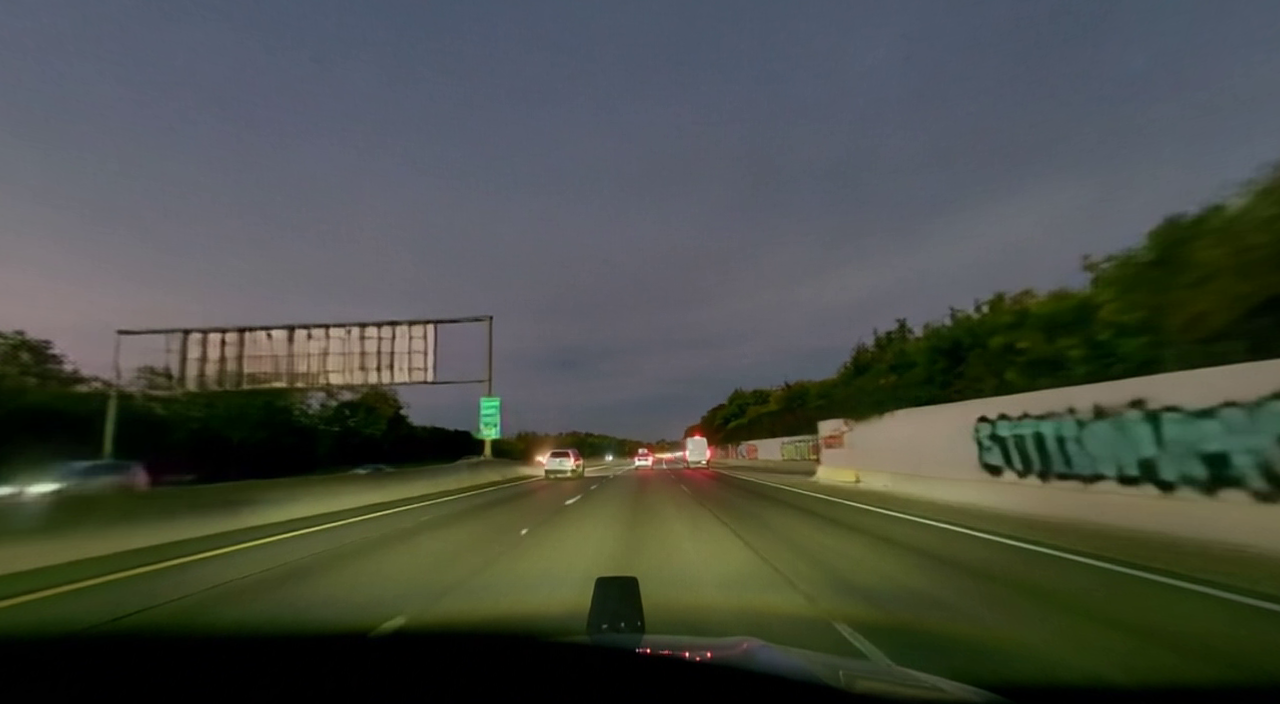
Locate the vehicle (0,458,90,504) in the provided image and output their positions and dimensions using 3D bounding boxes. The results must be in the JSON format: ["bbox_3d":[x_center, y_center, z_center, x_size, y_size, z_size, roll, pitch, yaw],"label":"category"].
[{"bbox_3d":[-22.041,4.475,22.027,1.778,1.457,4.096,0,-9,2],"label":"vehicle"}]

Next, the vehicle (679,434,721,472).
[{"bbox_3d":[4.334,7.454,46.524,2.469,2.591,5.653,0,-9,0],"label":"vehicle"}]

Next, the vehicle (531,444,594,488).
[{"bbox_3d":[-3.064,4.628,25.867,1.964,1.618,4.489,0,-9,1],"label":"vehicle"}]

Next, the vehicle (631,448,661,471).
[{"bbox_3d":[0.455,8.045,47.276,2.108,1.663,3.159,0,-9,1],"label":"vehicle"}]
